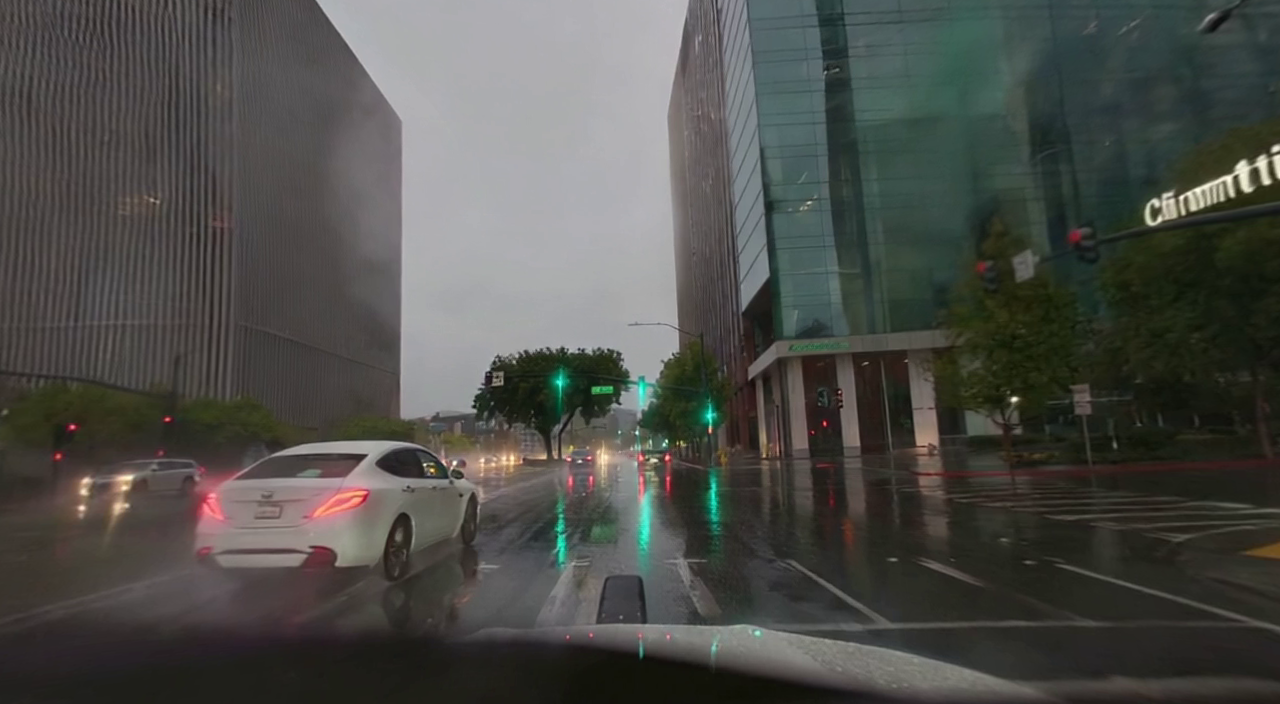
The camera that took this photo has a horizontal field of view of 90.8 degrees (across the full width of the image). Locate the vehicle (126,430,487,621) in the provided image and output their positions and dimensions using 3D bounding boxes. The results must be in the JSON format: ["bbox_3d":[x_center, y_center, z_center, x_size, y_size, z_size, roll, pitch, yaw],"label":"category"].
[{"bbox_3d":[-3.201,1.704,7.137,1.983,1.545,3.773,0,-8,0],"label":"vehicle"}]

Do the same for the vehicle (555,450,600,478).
[{"bbox_3d":[-3.451,6.331,35.898,2.088,1.430,4.482,0,-8,0],"label":"vehicle"}]

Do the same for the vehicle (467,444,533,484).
[{"bbox_3d":[-6.873,5.527,31.652,2.224,1.821,4.711,0,-8,0],"label":"vehicle"}]

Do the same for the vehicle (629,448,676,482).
[{"bbox_3d":[0.548,5.429,30.728,2.102,1.482,4.125,0,-8,0],"label":"vehicle"}]
